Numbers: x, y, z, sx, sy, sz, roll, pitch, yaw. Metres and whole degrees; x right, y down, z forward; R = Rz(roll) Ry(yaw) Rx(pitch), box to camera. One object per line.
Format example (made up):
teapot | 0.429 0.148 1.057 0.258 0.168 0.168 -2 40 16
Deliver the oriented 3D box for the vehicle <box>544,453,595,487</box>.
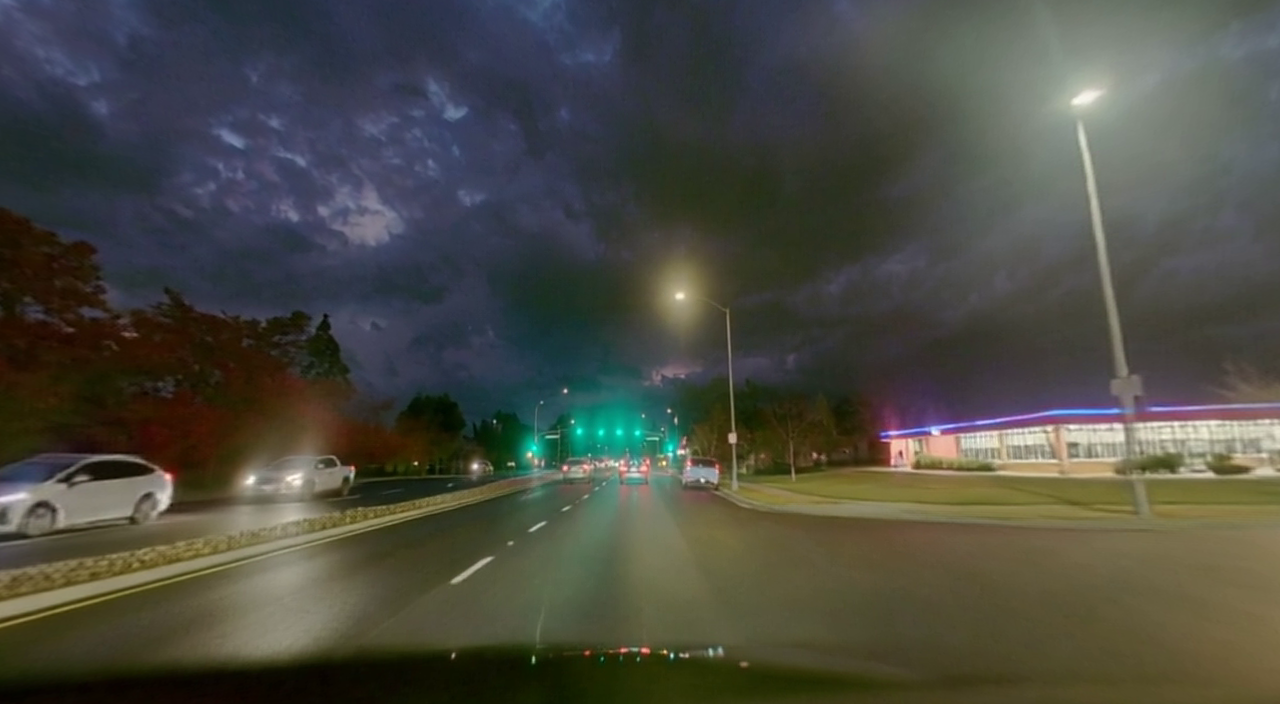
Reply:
vehicle | -3.315 5.628 30.459 1.921 1.477 4.083 0 -9 2

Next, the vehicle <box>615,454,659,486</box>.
vehicle | -0.115 5.960 32.270 2.085 1.475 3.976 0 -9 1

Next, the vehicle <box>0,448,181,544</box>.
vehicle | -12.501 2.921 13.507 1.986 1.712 4.399 0 -9 1

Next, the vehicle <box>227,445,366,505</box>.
vehicle | -12.272 4.395 23.073 2.260 1.921 4.902 0 -9 0

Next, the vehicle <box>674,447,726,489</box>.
vehicle | 2.829 5.637 31.090 2.175 1.850 5.118 0 -9 1
